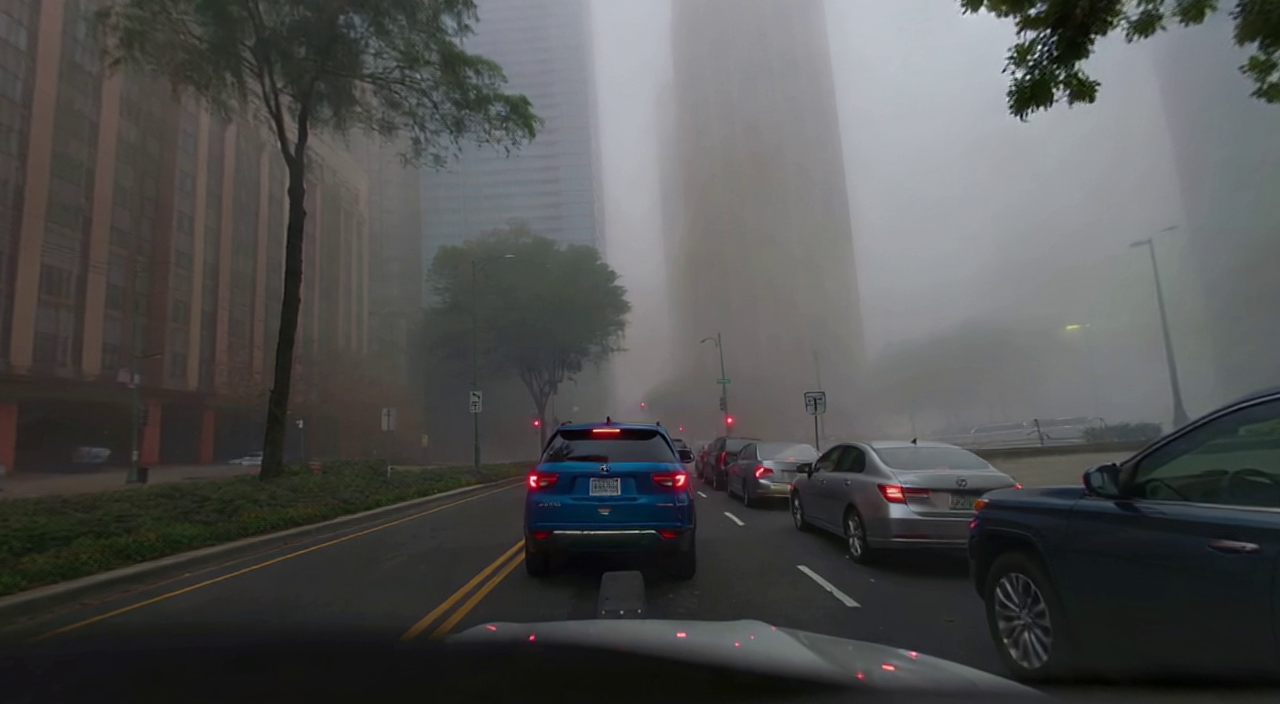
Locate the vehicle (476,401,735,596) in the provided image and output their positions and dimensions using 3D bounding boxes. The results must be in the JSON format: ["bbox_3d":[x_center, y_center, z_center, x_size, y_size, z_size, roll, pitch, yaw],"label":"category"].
[{"bbox_3d":[-0.345,1.585,7.641,2.249,1.684,4.084,0,-9,-1],"label":"vehicle"}]

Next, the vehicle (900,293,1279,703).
[{"bbox_3d":[2.997,0.751,2.242,2.063,1.760,4.664,0,-9,-1],"label":"vehicle"}]

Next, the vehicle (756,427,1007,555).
[{"bbox_3d":[3.284,1.986,9.800,1.941,1.482,4.632,0,-9,-2],"label":"vehicle"}]
